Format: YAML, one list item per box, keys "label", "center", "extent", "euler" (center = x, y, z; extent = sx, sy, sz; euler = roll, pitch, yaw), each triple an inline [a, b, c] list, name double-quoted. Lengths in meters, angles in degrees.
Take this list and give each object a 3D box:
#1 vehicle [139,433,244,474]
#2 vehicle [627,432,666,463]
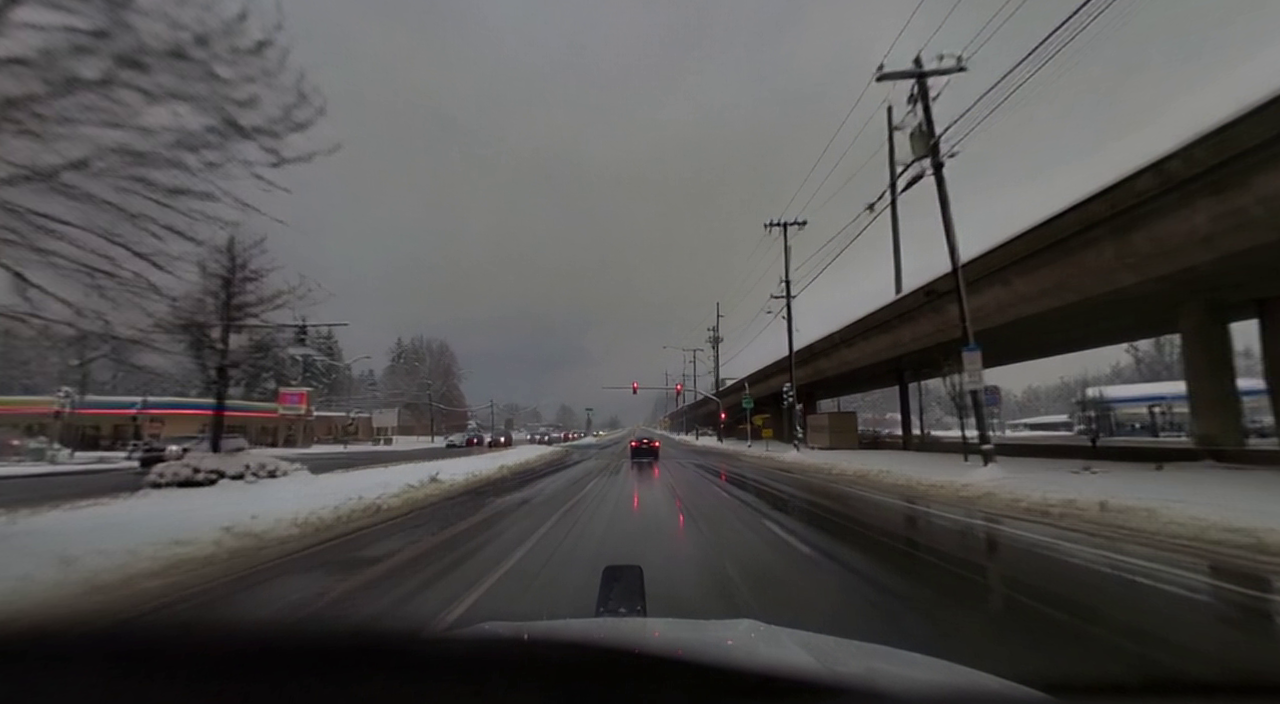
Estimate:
- label: "vehicle"
  center: [-23.183, 5.282, 32.741]
  extent: [2.026, 1.965, 4.674]
  euler: [0, -8, -1]
- label: "vehicle"
  center: [0.337, 5.442, 35.880]
  extent: [2.074, 1.631, 3.793]
  euler: [0, -8, 0]
